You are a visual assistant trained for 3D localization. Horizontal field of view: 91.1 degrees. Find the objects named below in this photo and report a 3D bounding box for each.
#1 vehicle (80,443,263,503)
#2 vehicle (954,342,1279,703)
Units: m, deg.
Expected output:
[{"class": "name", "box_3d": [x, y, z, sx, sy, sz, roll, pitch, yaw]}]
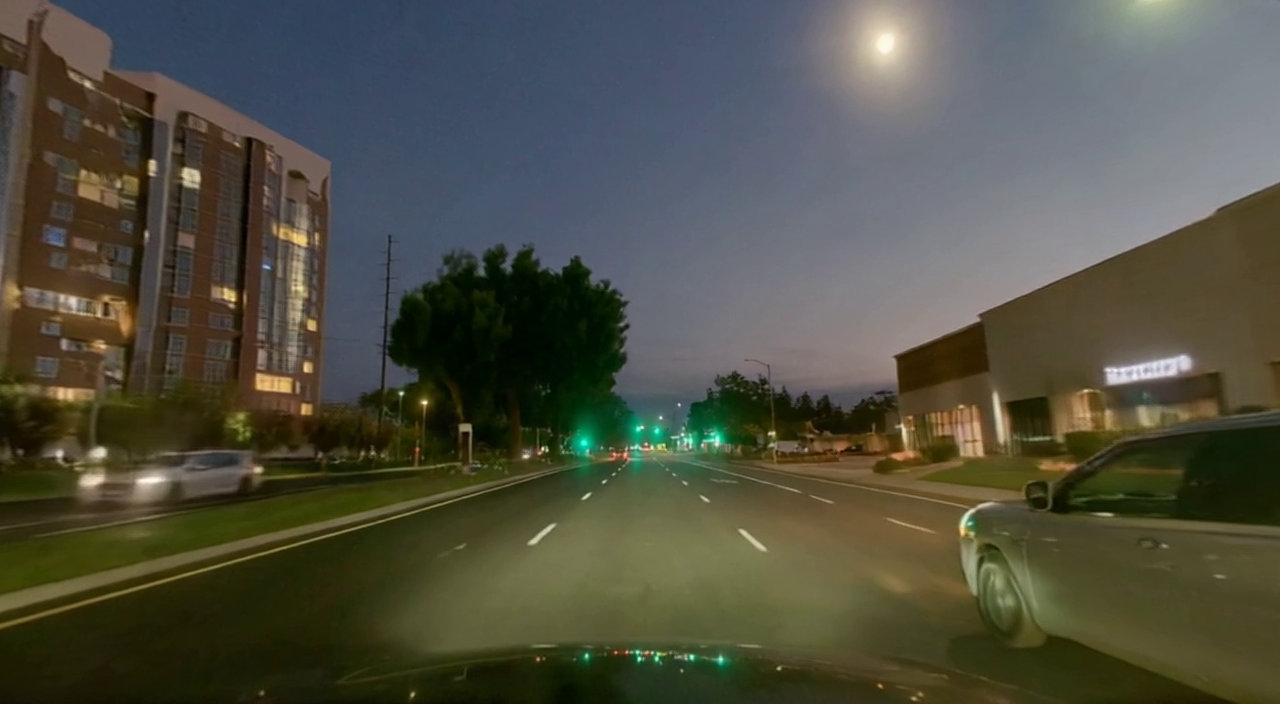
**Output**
[{"class": "vehicle", "box_3d": [-17.058, 4.393, 23.448, 2.193, 1.936, 5.819, 0, -9, 2]}, {"class": "vehicle", "box_3d": [3.238, 0.809, 2.069, 2.090, 1.685, 4.436, 0, -9, 0]}]
